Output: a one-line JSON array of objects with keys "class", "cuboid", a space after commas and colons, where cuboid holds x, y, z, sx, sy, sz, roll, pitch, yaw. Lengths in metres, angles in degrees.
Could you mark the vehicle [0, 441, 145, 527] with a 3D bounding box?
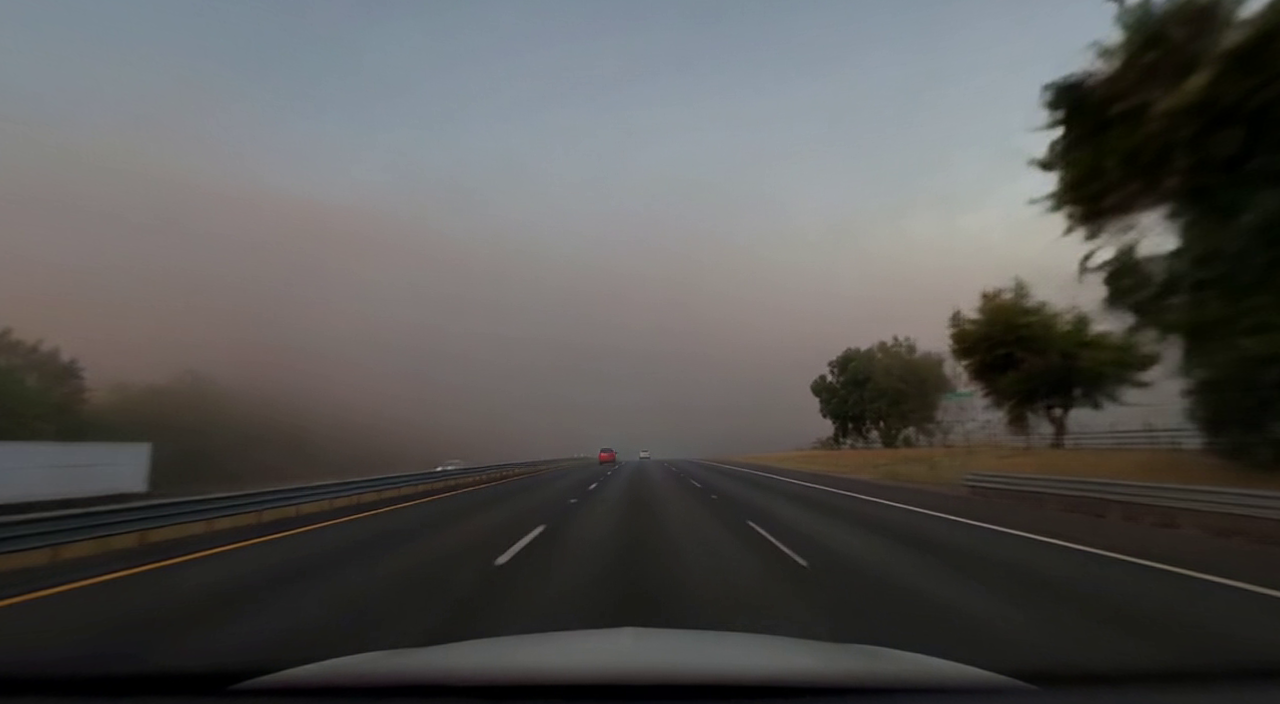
[{"class": "vehicle", "cuboid": [-28.504, 5.876, 28.617, 2.963, 3.633, 11.062, 0, -8, 1]}]
